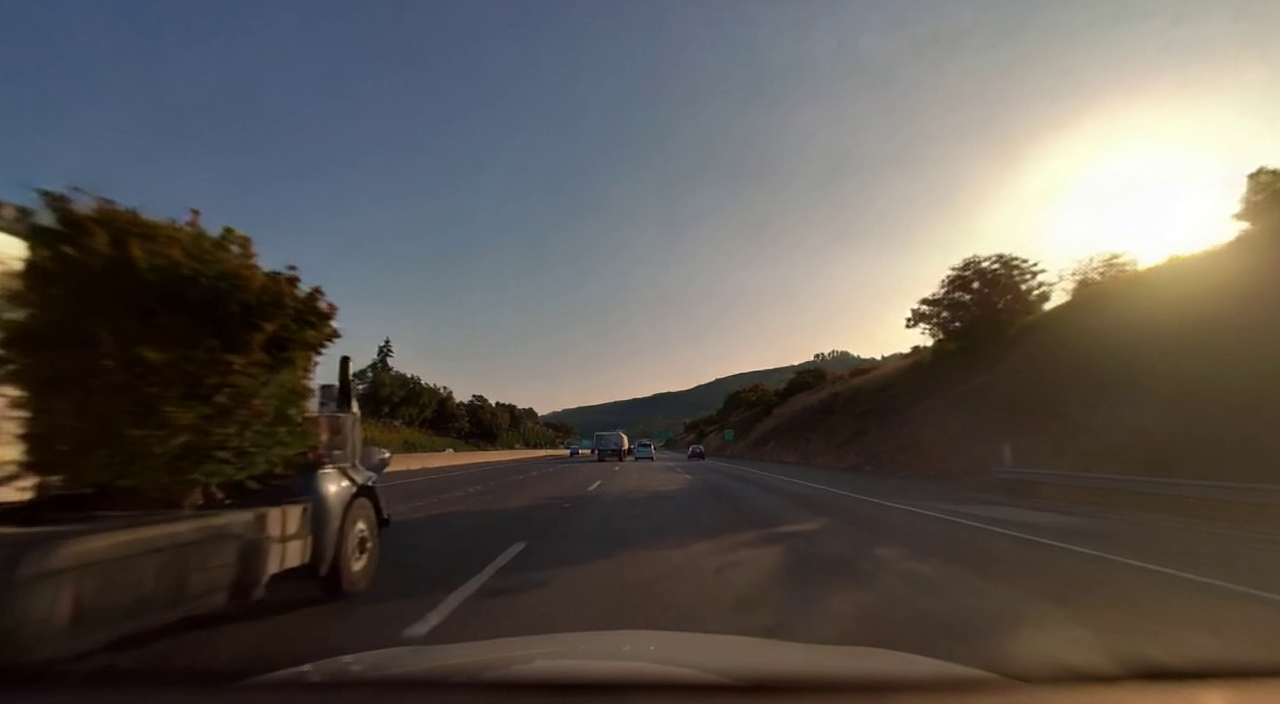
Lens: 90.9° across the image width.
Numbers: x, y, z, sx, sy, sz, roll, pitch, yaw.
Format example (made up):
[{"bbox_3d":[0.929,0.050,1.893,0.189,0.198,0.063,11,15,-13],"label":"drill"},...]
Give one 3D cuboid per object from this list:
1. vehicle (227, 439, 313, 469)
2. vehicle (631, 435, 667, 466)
[{"bbox_3d":[-20.559,5.682,35.303,1.938,1.560,4.732,0,-8,1],"label":"vehicle"},{"bbox_3d":[0.592,6.831,43.787,2.309,2.023,5.130,0,-8,0],"label":"vehicle"}]
